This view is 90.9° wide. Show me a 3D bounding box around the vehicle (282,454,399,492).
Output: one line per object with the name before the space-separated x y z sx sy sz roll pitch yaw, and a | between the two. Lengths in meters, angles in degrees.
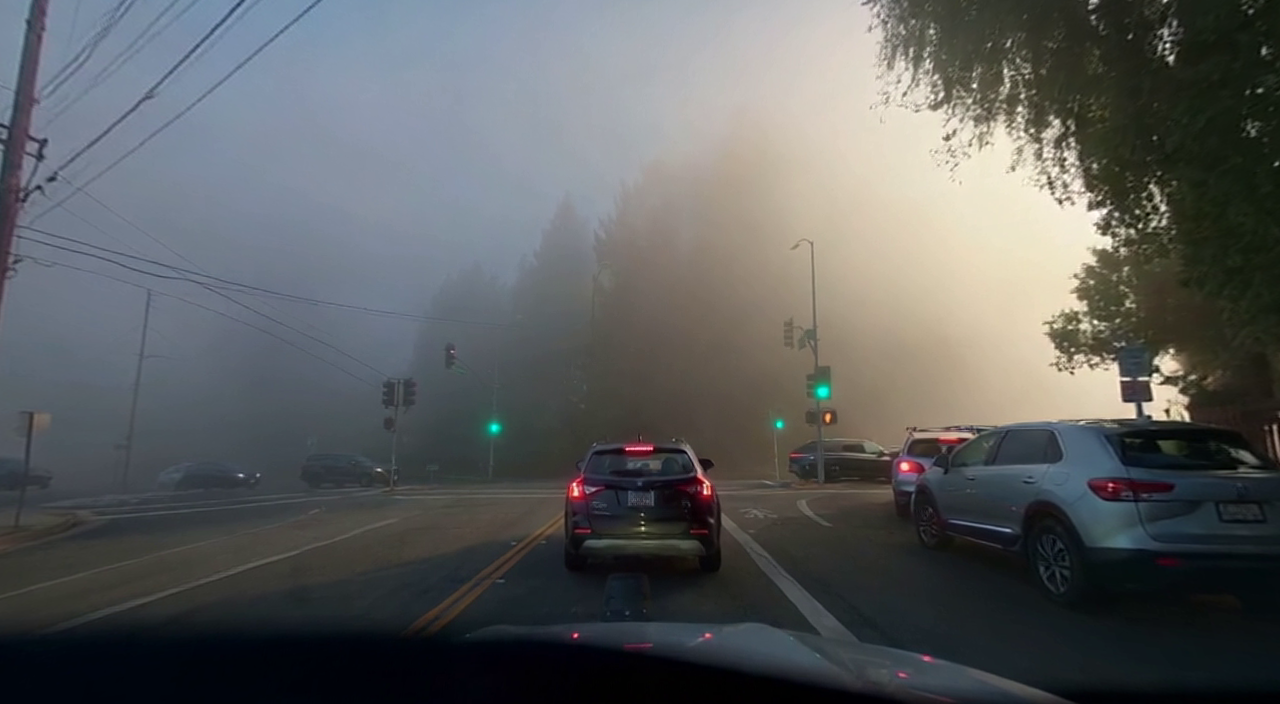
vehicle | -13.789 5.536 29.168 4.485 1.625 1.980 -2 -9 10

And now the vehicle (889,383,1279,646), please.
vehicle | 4.617 1.496 6.936 2.095 1.836 4.895 -1 -8 5

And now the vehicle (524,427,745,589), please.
vehicle | 0.009 1.811 8.275 2.078 1.506 4.512 0 -8 2

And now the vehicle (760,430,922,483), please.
vehicle | 7.915 4.202 25.492 5.857 2.016 2.273 -1 -8 7

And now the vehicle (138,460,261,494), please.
vehicle | -21.023 5.951 30.172 4.736 1.475 1.921 -2 -9 9
